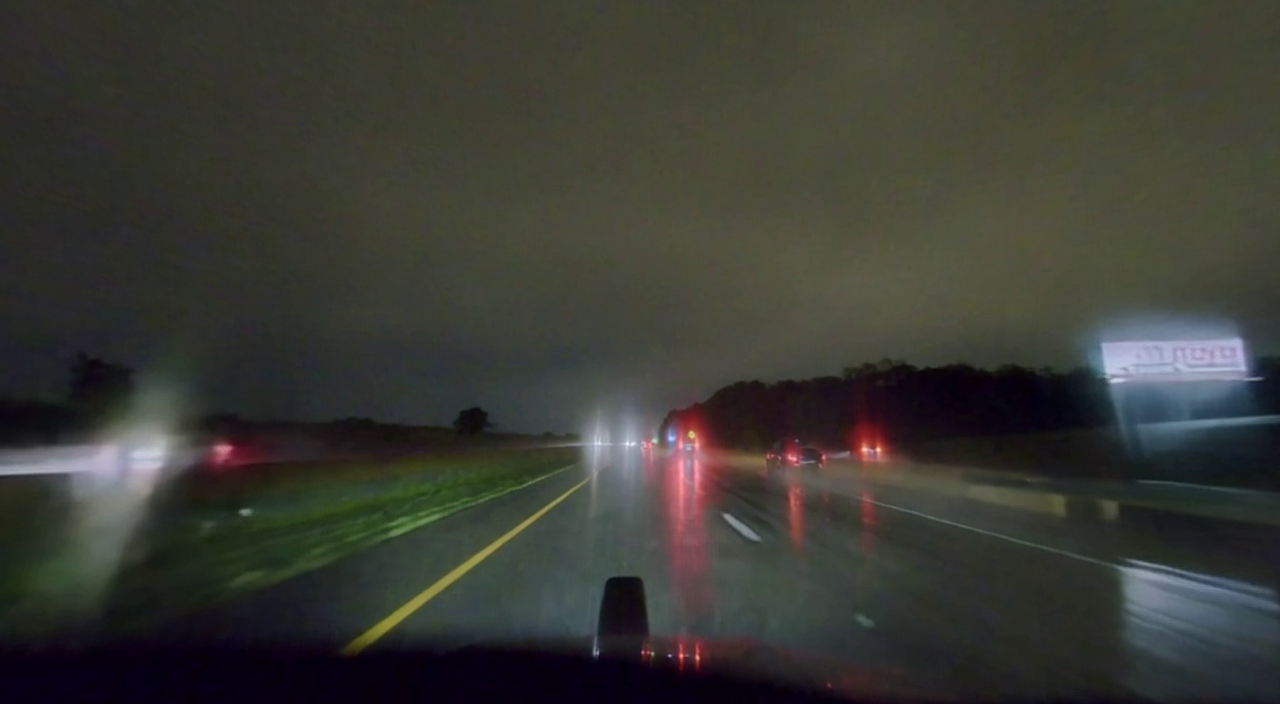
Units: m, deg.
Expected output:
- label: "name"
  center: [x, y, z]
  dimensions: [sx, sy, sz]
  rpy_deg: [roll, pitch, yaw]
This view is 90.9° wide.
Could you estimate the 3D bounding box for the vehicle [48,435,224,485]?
- label: "vehicle"
  center: [-17.448, 3.754, 22.285]
  dimensions: [2.123, 1.526, 4.995]
  rpy_deg: [0, -8, 0]
